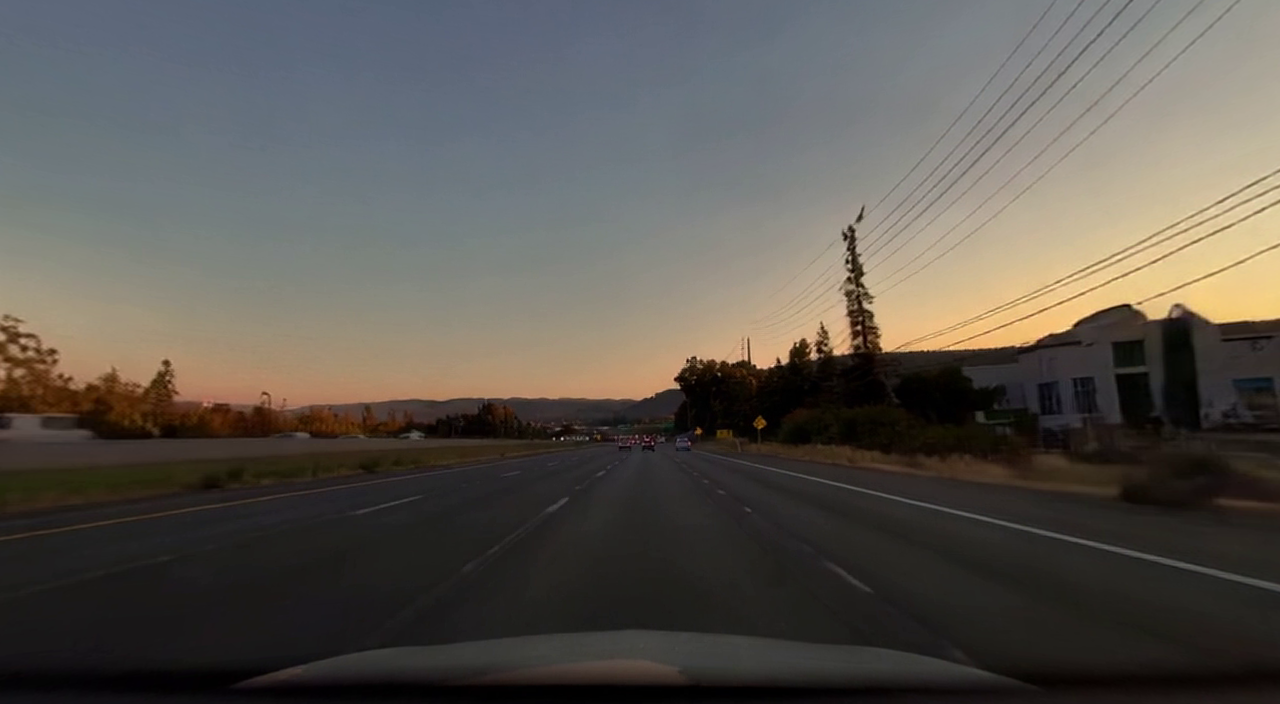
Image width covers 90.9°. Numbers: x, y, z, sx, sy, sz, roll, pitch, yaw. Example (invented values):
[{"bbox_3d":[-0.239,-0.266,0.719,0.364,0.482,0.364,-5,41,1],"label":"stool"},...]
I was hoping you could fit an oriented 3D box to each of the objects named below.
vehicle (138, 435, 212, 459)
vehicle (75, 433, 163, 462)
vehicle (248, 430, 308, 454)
[{"bbox_3d":[-30.204,6.161,41.125,1.697,1.450,4.091,0,-8,0],"label":"vehicle"},{"bbox_3d":[-34.027,6.216,41.337,2.020,1.774,4.385,0,-8,-1],"label":"vehicle"},{"bbox_3d":[-26.213,6.524,45.813,1.900,1.640,4.230,0,-8,-1],"label":"vehicle"}]
